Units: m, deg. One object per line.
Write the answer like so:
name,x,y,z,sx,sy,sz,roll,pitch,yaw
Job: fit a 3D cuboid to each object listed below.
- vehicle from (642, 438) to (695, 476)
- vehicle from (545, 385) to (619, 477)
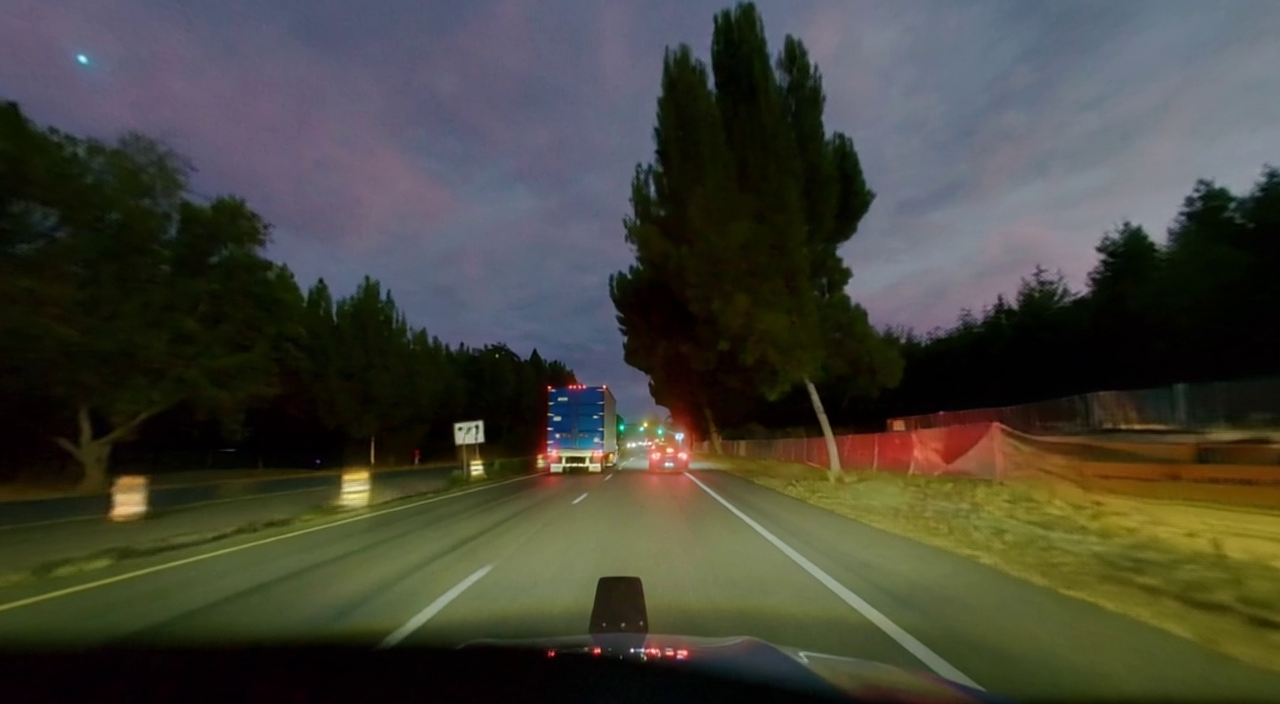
vehicle,1.252,4.974,30.127,2.304,1.675,4.462,0,-8,0
vehicle,-2.846,4.673,36.251,2.906,4.115,15.715,0,-8,0
